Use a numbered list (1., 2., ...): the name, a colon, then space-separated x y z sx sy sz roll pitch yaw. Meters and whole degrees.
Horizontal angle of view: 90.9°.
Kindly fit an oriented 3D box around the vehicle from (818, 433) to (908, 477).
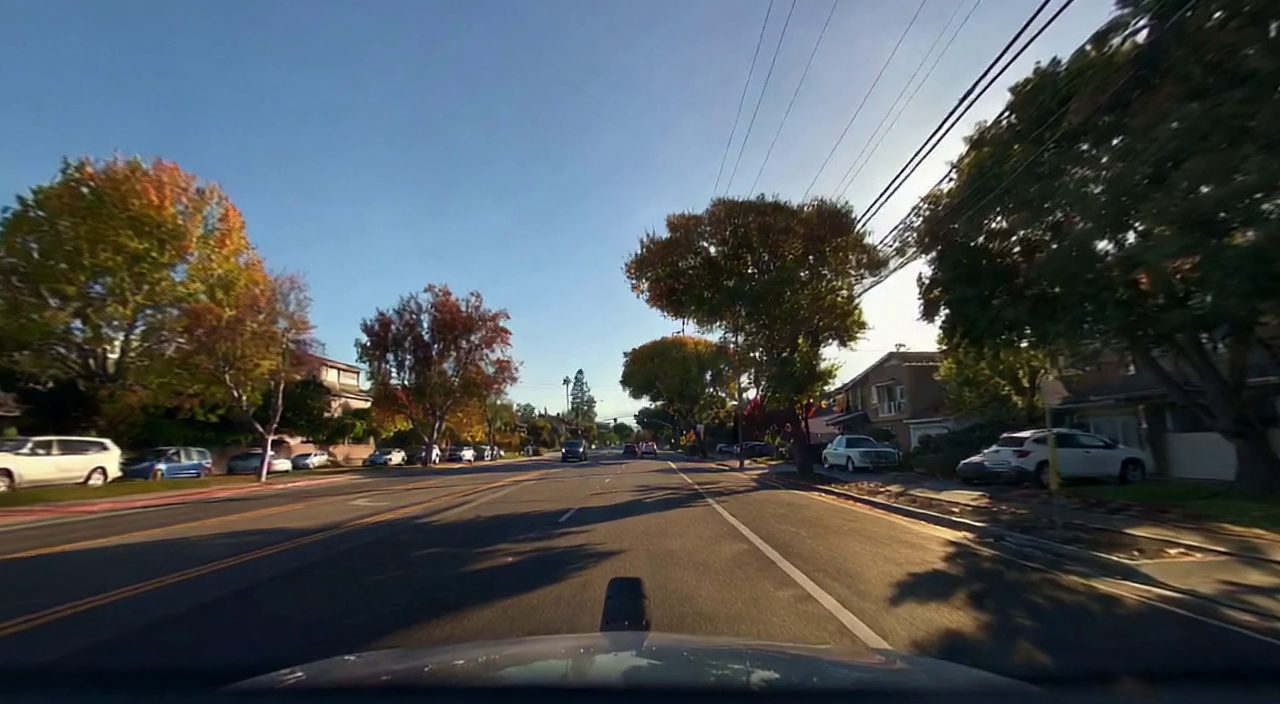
1. vehicle: 11.441 5.326 32.885 2.392 2.063 5.213 1 -9 -5

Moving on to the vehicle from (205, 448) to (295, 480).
1. vehicle: -20.095 5.769 32.737 1.759 1.519 4.785 0 -9 -2

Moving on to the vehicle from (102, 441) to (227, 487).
1. vehicle: -20.210 4.756 27.098 1.787 1.774 4.560 0 -8 0

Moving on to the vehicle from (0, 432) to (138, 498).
1. vehicle: -20.363 3.694 20.948 2.326 1.966 5.795 0 -9 3

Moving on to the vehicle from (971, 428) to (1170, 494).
1. vehicle: 13.421 3.406 19.933 4.667 1.952 2.063 0 -9 2

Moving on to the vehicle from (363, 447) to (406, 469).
1. vehicle: -20.035 8.311 49.621 1.764 1.570 3.910 0 -9 0

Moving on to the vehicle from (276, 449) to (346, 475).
1. vehicle: -20.370 6.805 39.280 1.812 1.501 4.632 0 -9 1
